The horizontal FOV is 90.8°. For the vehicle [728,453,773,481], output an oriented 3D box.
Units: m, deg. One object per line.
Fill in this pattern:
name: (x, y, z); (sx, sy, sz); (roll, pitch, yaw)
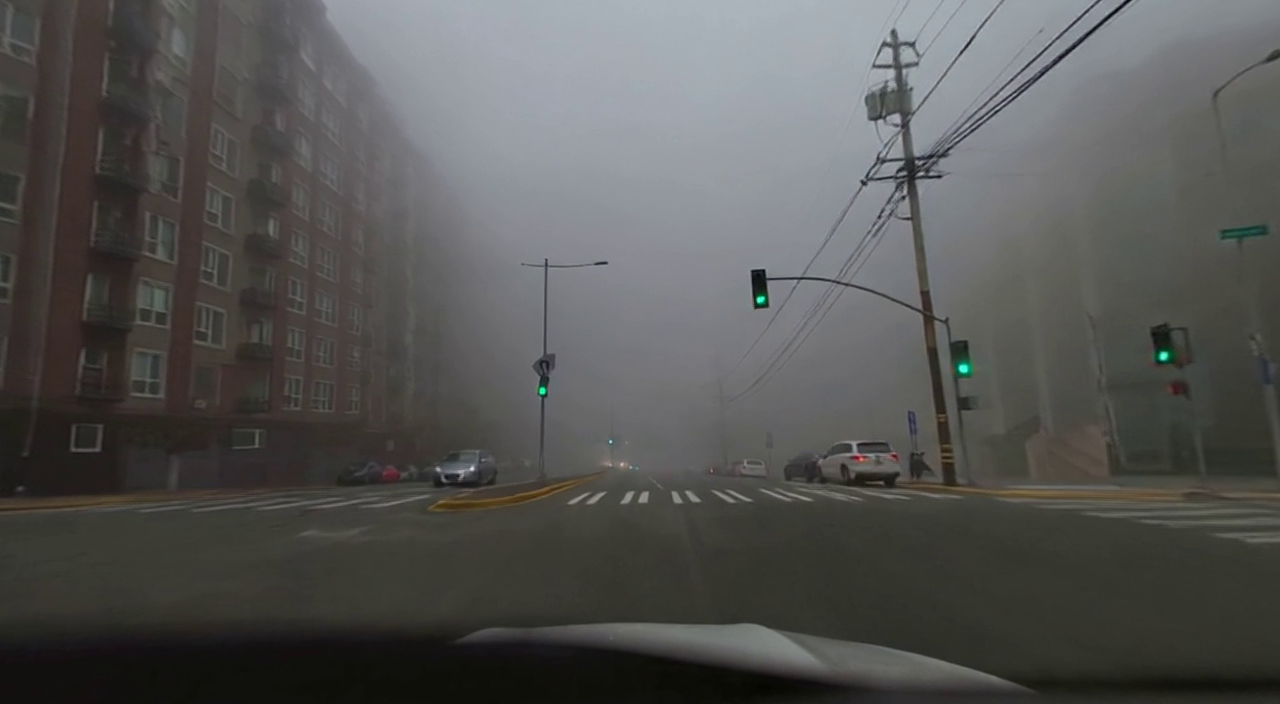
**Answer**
vehicle: (7.419, 7.714, 42.757); (2.143, 1.731, 4.781); (0, -9, 0)

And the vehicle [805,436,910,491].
vehicle: (7.483, 3.884, 22.313); (1.996, 1.704, 4.490); (0, -9, -1)

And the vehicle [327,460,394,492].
vehicle: (-14.785, 6.547, 33.648); (1.879, 1.507, 3.745); (0, -9, -1)

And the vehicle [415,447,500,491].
vehicle: (-7.280, 4.677, 25.690); (2.180, 1.608, 4.321); (0, -9, -1)
